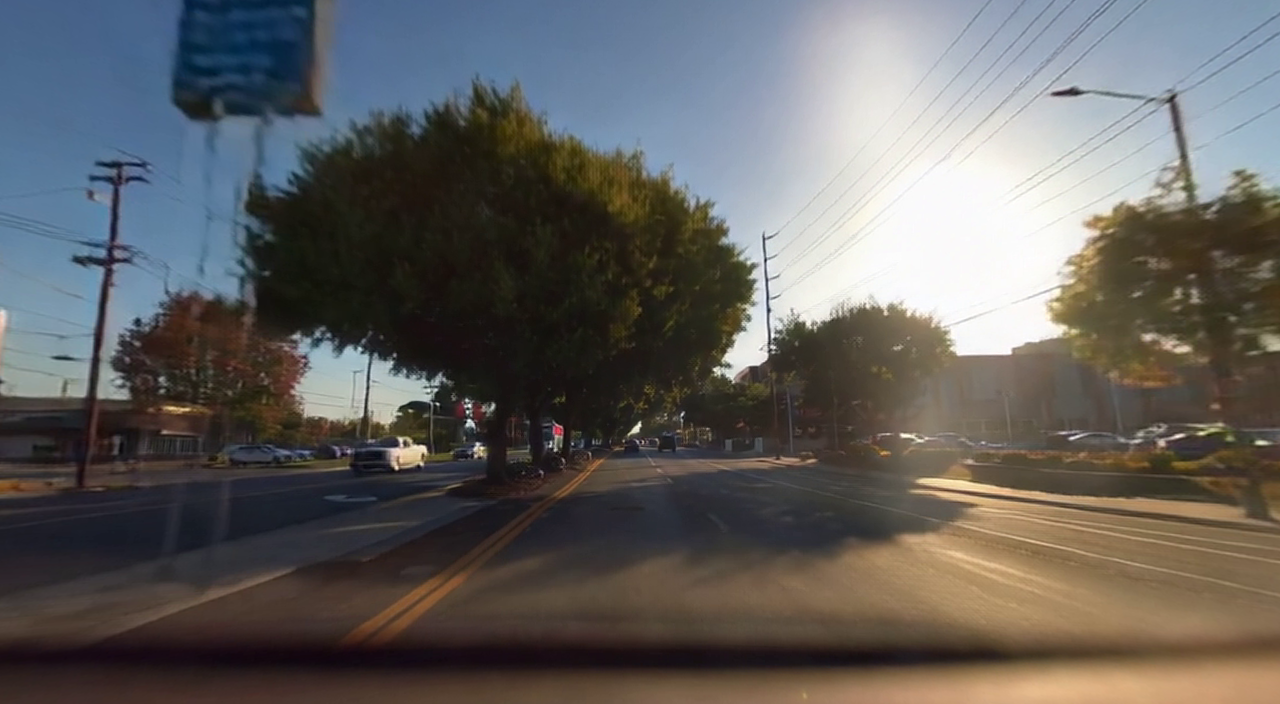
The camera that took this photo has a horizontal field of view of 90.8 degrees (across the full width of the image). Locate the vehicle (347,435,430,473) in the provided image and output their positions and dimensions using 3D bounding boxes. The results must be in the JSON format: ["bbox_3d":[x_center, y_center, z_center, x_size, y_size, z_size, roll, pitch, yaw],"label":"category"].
[{"bbox_3d":[-12.823,5.222,32.644,2.057,1.795,5.300,0,-8,1],"label":"vehicle"}]

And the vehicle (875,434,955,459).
[{"bbox_3d":[17.848,6.176,41.131,4.264,1.428,1.822,-3,-9,4],"label":"vehicle"}]

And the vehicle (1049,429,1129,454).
[{"bbox_3d":[32.888,6.580,46.457,2.083,1.716,5.134,0,-8,0],"label":"vehicle"}]

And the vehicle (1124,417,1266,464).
[{"bbox_3d":[24.674,4.023,28.405,2.136,1.872,4.695,-1,-9,2],"label":"vehicle"}]

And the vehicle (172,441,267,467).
[{"bbox_3d":[-28.808,7.019,43.404,4.886,1.698,2.224,0,-8,-3],"label":"vehicle"}]
